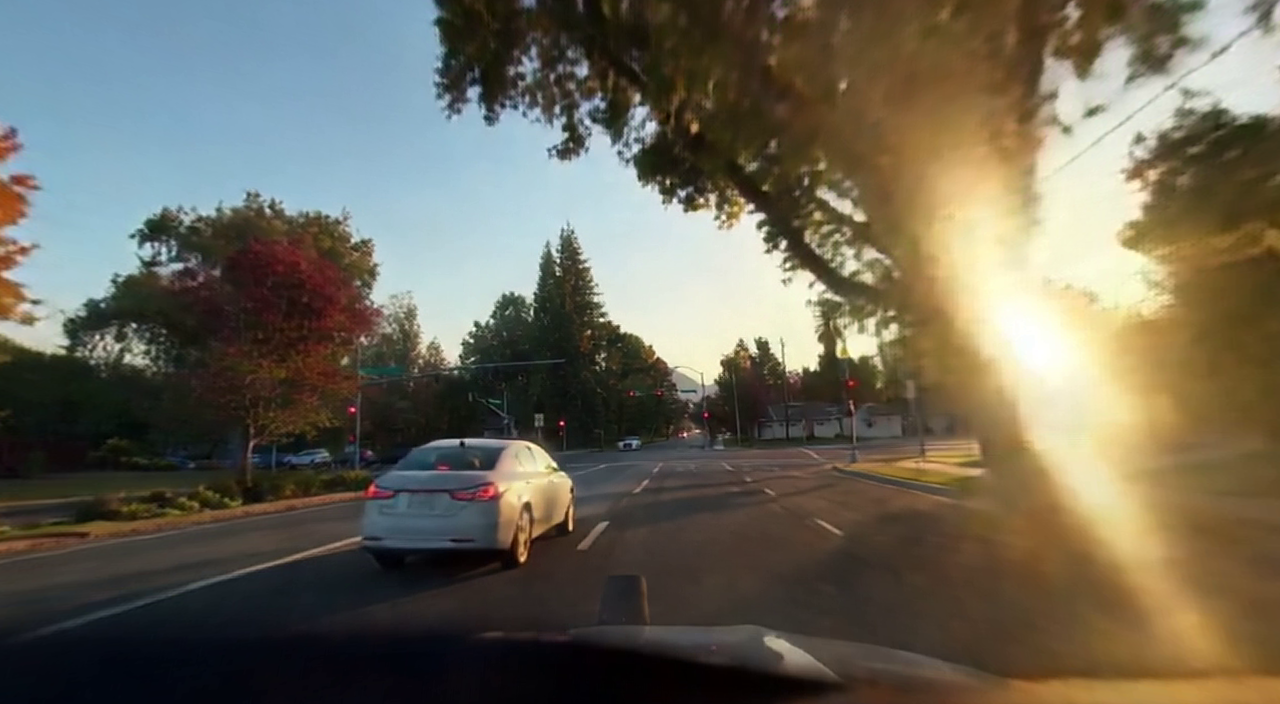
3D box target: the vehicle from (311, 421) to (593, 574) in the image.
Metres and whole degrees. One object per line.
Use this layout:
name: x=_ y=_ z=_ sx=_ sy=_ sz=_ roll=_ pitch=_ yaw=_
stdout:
vehicle: x=-2.172 y=1.875 z=9.065 sx=2.139 sy=1.564 sz=4.901 roll=-1 pitch=-8 yaw=6
